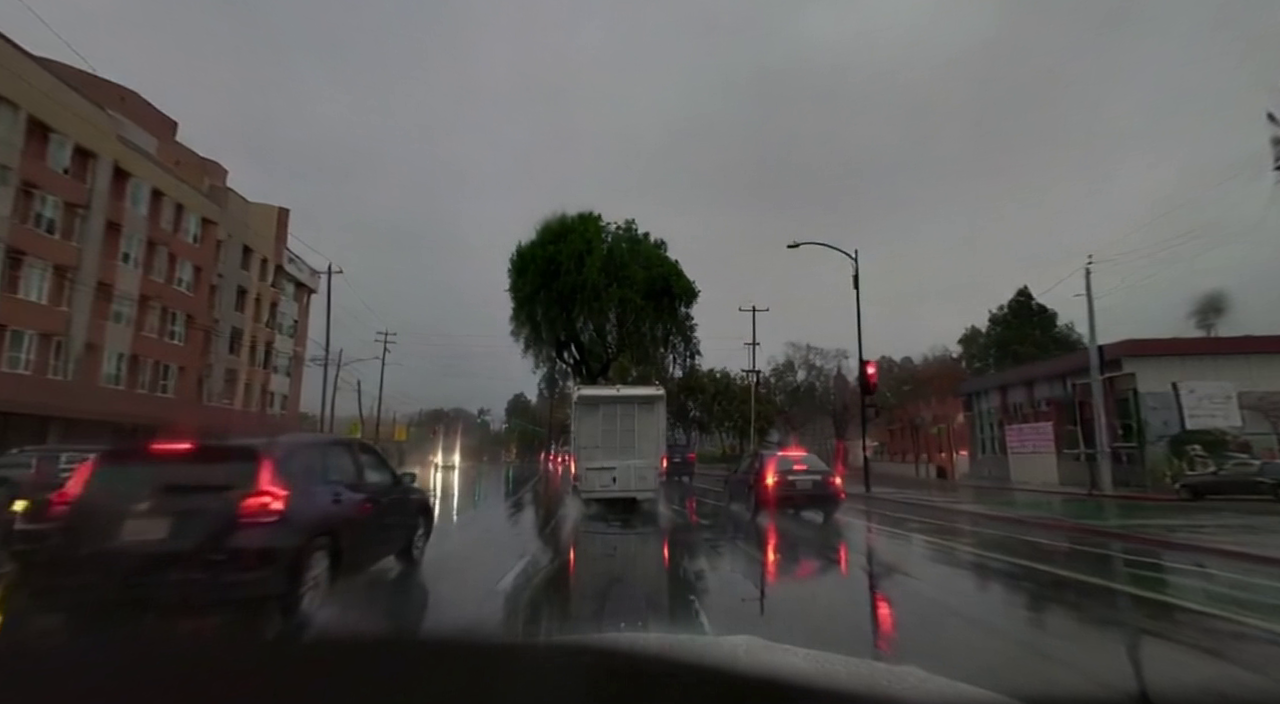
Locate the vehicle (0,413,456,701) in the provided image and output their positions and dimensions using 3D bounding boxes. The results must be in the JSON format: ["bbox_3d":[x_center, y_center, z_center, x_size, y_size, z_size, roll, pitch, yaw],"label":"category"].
[{"bbox_3d":[-3.292,1.452,5.707,2.033,1.555,4.408,0,-9,-2],"label":"vehicle"}]

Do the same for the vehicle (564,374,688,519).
[{"bbox_3d":[-0.603,2.383,15.946,2.517,2.926,6.177,1,-9,-6],"label":"vehicle"}]

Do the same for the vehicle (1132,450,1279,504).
[{"bbox_3d":[19.596,4.078,20.869,1.942,1.583,4.579,3,-9,-23],"label":"vehicle"}]

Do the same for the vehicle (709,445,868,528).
[{"bbox_3d":[3.042,2.844,14.064,1.978,1.507,4.636,1,-9,-6],"label":"vehicle"}]
